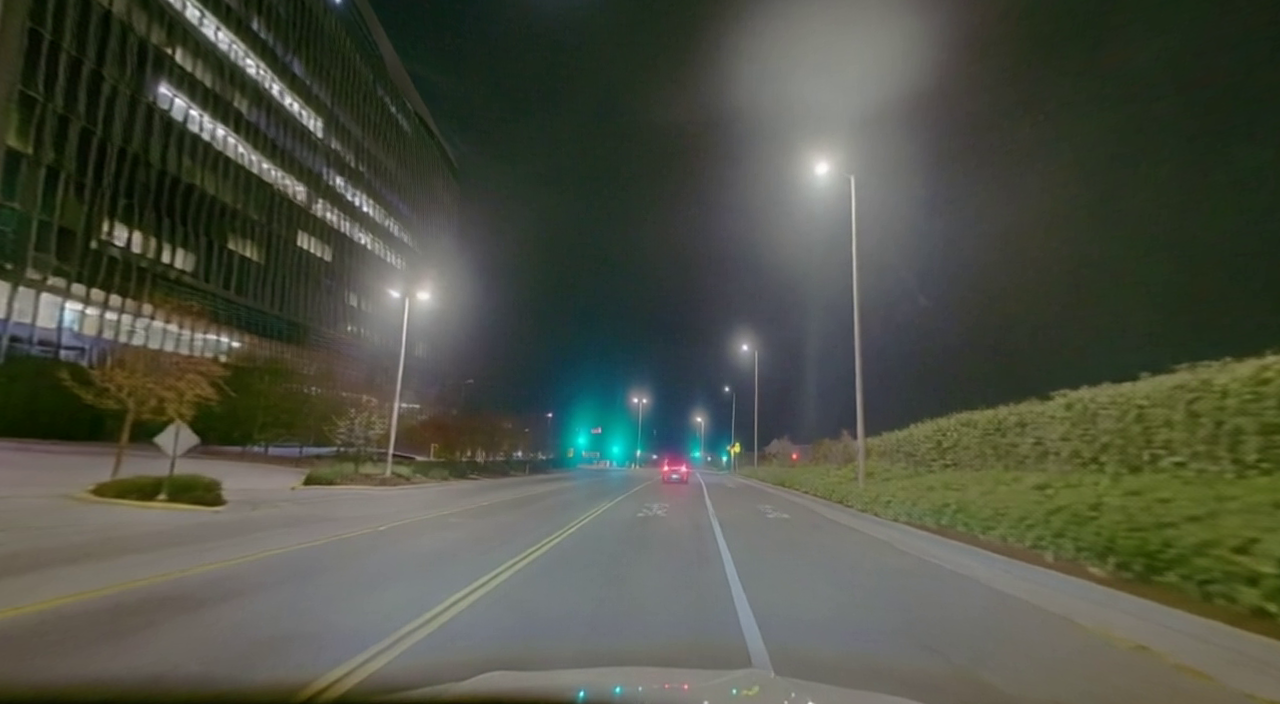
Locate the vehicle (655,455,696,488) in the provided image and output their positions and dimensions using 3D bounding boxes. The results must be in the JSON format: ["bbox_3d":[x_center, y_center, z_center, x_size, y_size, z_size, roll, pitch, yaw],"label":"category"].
[{"bbox_3d":[1.969,6.440,33.864,2.067,1.629,3.858,0,-10,5],"label":"vehicle"}]
